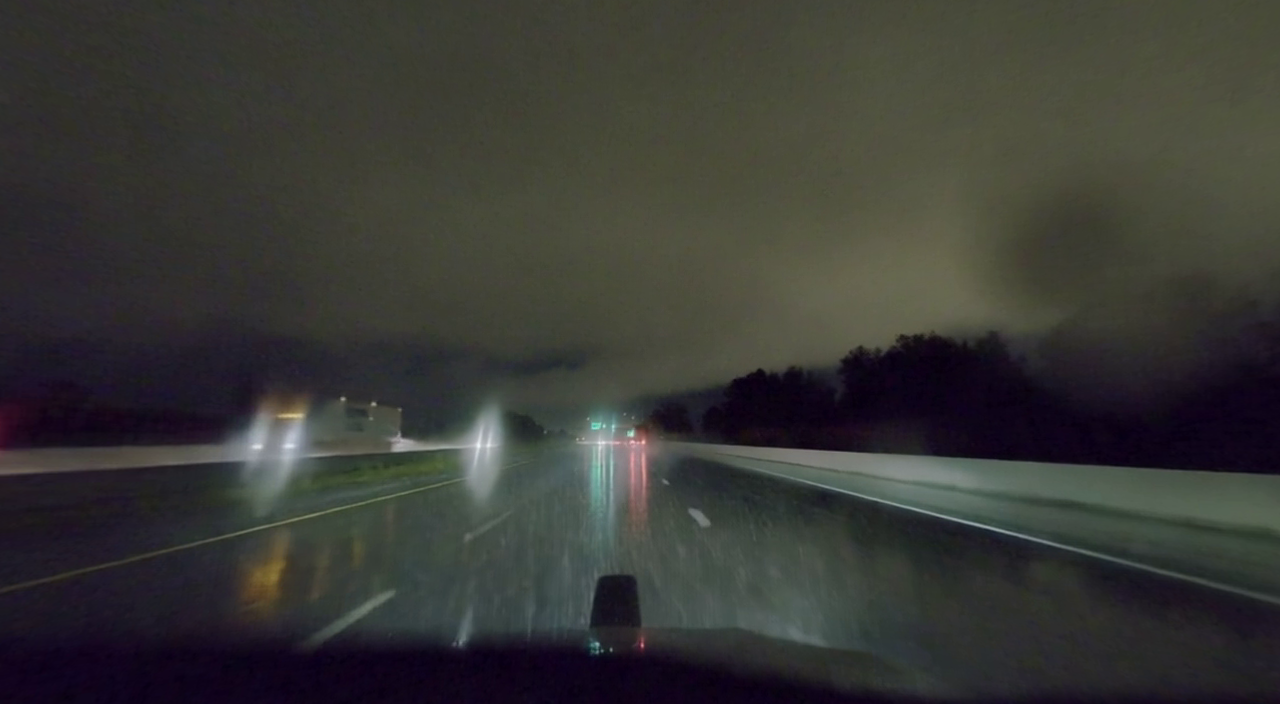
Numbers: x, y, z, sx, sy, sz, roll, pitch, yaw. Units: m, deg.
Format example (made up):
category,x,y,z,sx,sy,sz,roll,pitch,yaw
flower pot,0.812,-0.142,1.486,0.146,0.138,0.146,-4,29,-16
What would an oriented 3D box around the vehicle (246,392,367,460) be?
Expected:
category,x,y,z,sx,sy,sz,roll,pitch,yaw
vehicle,-21.678,5.011,41.785,3.027,3.959,9.470,0,-8,-1
